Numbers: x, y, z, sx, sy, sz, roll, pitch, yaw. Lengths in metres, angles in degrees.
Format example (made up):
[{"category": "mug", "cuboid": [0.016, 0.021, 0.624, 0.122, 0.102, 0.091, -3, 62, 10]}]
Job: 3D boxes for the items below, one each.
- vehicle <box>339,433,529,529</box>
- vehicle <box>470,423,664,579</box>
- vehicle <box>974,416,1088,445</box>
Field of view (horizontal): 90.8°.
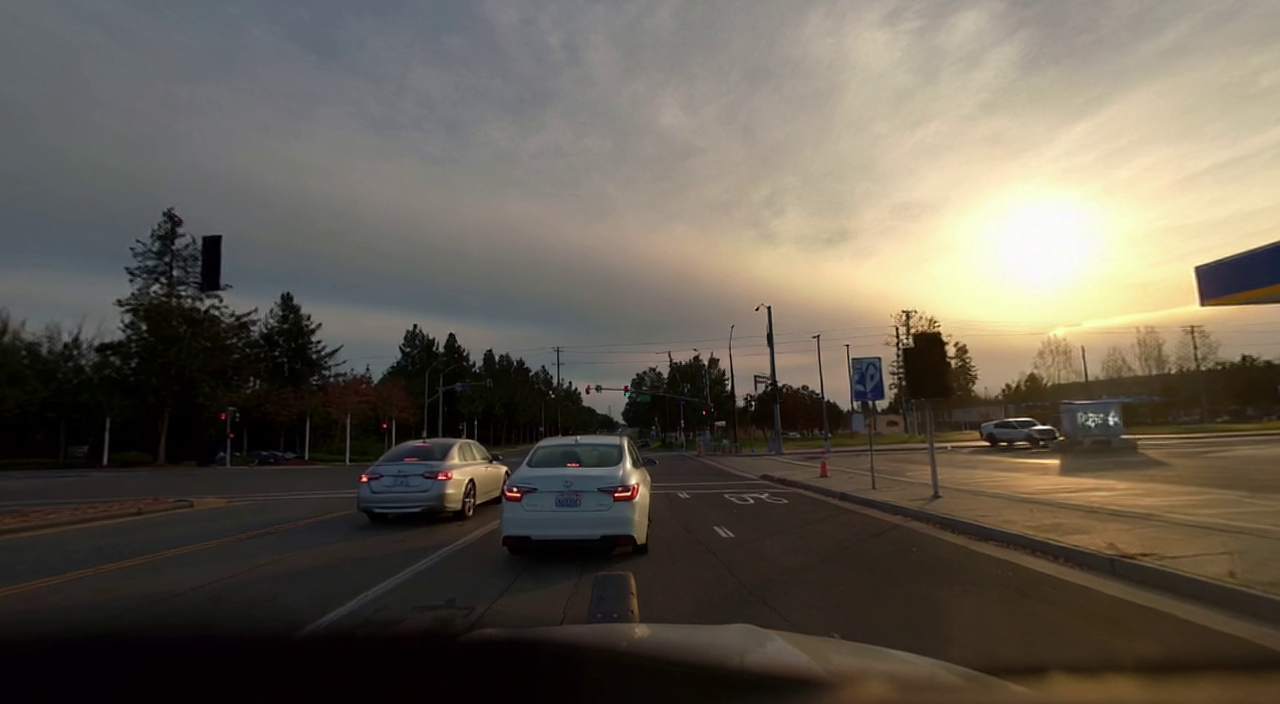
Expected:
[{"category": "vehicle", "cuboid": [-3.707, 2.402, 12.476, 1.995, 1.506, 4.773, 0, -8, 2]}, {"category": "vehicle", "cuboid": [-0.644, 1.795, 8.506, 1.916, 1.510, 4.447, 0, -8, 2]}, {"category": "vehicle", "cuboid": [21.346, 4.314, 34.614, 4.874, 1.502, 2.048, 0, -8, 0]}]
